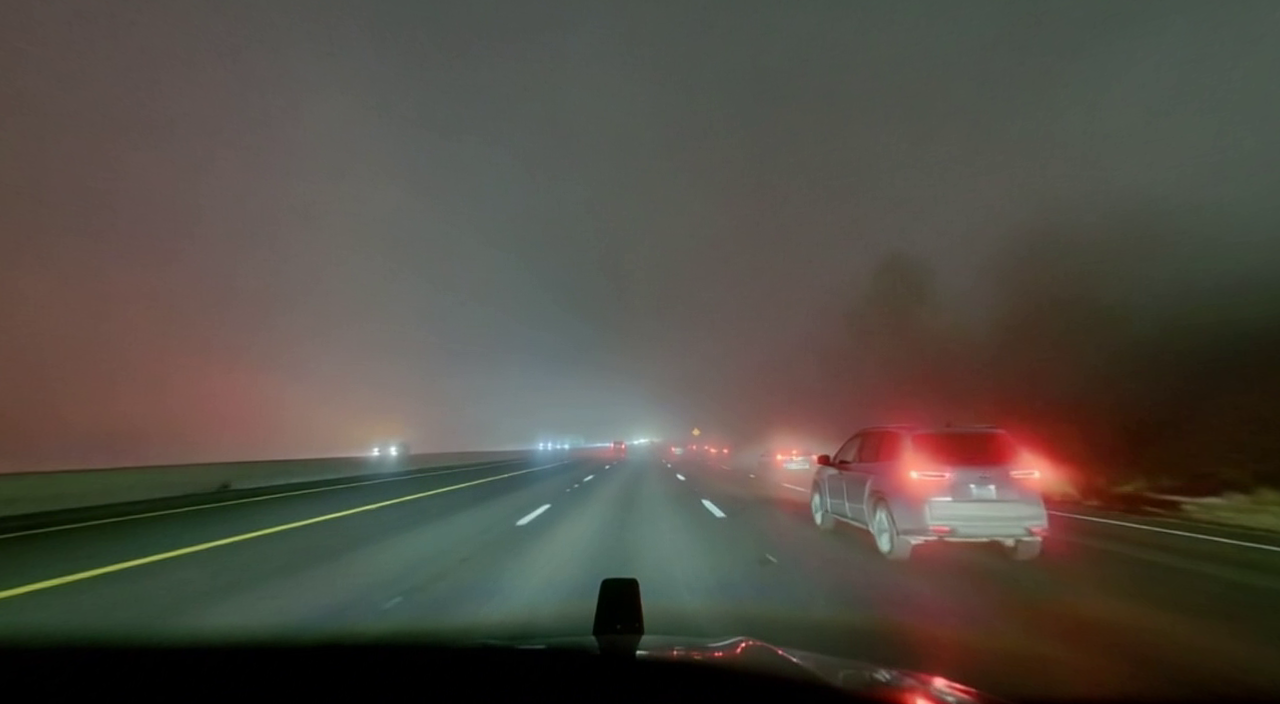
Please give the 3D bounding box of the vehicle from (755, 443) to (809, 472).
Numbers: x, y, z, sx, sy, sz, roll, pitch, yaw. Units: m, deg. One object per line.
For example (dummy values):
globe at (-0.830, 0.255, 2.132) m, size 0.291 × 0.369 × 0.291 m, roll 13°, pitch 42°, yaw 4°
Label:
vehicle at (7.966, 5.946, 35.757) m, size 1.983 × 1.526 × 4.445 m, roll 0°, pitch -9°, yaw 0°

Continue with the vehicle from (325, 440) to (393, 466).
vehicle at (-17.086, 6.168, 38.610) m, size 1.899 × 1.500 × 4.591 m, roll 0°, pitch -9°, yaw 2°

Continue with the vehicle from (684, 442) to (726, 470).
vehicle at (3.695, 6.018, 36.596) m, size 2.047 × 1.501 × 4.237 m, roll 0°, pitch -9°, yaw 0°

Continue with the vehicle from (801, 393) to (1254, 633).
vehicle at (3.270, 1.446, 6.581) m, size 2.095 × 1.668 × 4.135 m, roll 0°, pitch -9°, yaw 1°
